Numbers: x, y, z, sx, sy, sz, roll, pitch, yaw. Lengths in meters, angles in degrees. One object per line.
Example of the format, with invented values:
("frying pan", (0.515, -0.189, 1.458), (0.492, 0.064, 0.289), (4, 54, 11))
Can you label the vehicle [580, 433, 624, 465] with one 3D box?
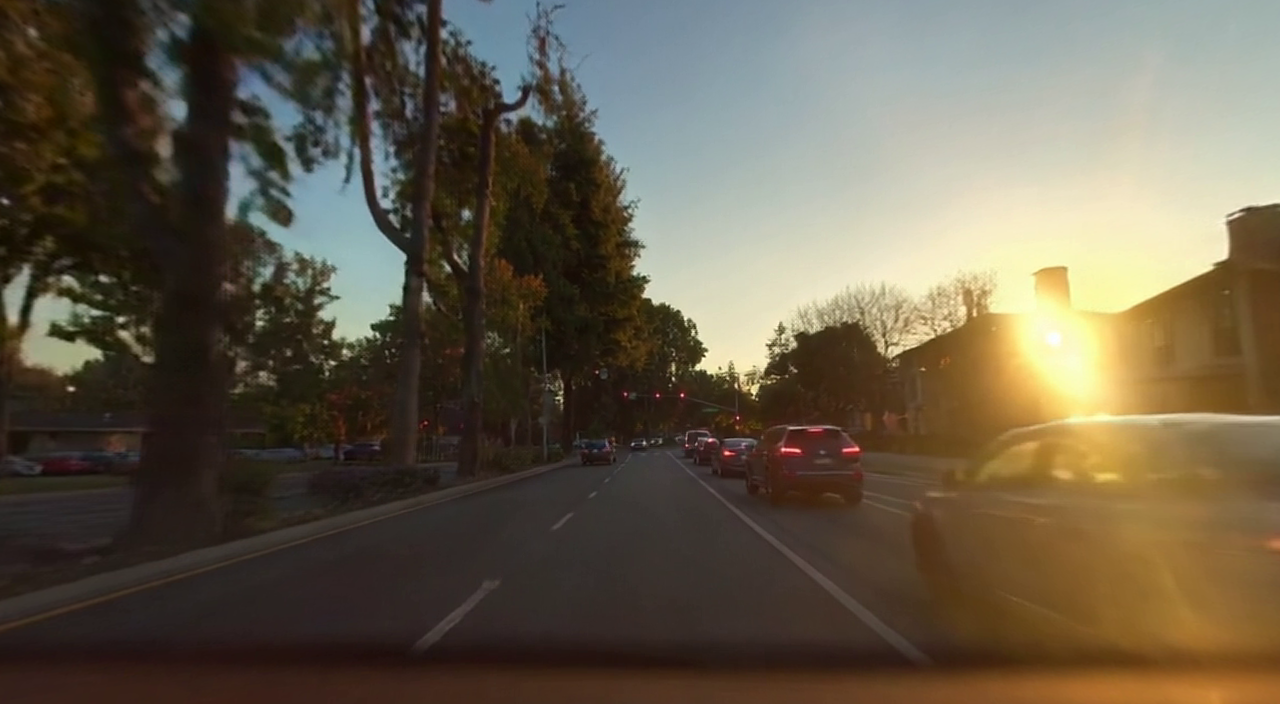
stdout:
("vehicle", (-2.078, 5.492, 35.848), (2.083, 1.691, 4.398), (0, -8, 2))

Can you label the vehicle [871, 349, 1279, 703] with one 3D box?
("vehicle", (3.124, 1.032, 3.951), (1.945, 1.563, 3.735), (0, -8, 1))

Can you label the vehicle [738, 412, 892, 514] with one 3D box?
("vehicle", (3.438, 2.285, 13.410), (1.985, 1.772, 4.479), (0, -8, 0))
